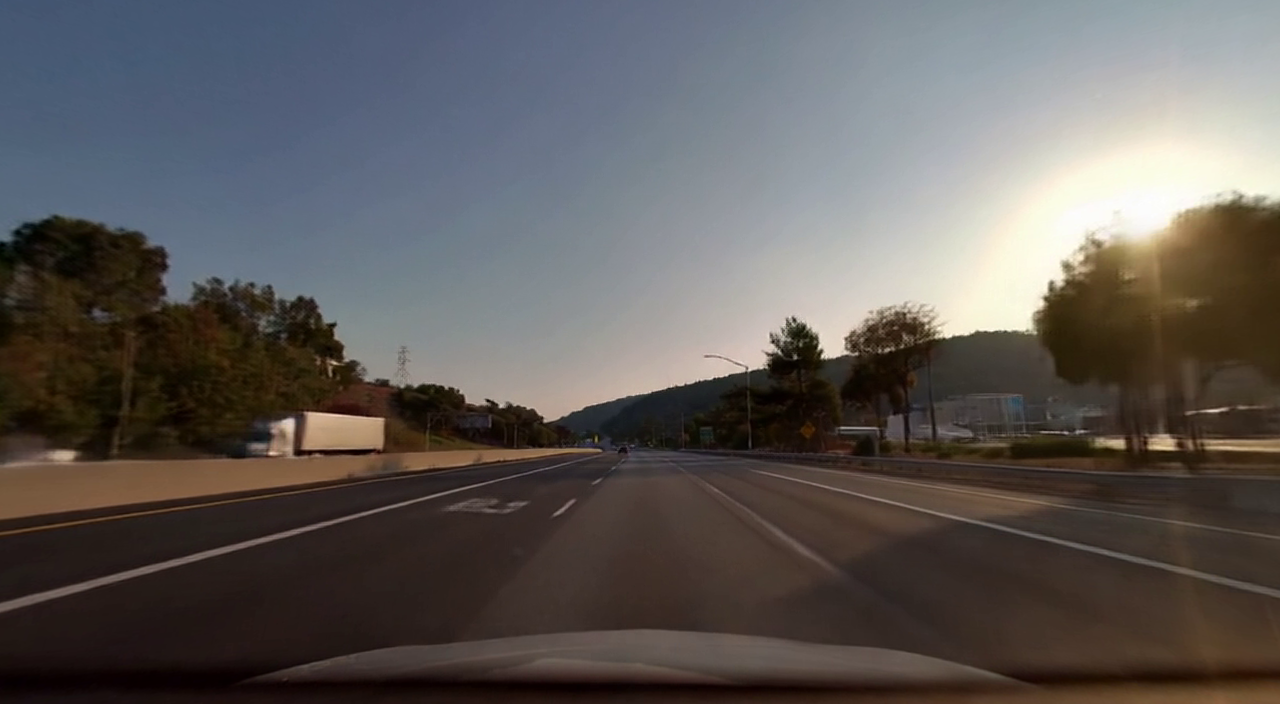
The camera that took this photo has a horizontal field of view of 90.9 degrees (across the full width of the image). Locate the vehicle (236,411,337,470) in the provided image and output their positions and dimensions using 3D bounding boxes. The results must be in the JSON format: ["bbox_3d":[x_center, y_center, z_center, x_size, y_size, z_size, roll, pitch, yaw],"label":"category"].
[{"bbox_3d":[-25.908,6.608,46.831,2.987,3.999,7.547,0,-8,0],"label":"vehicle"}]

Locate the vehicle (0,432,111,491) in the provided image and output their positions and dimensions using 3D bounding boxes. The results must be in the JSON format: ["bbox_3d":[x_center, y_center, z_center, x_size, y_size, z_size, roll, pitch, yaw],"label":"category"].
[{"bbox_3d":[-21.879,3.719,21.668,2.217,1.903,5.916,0,-8,0],"label":"vehicle"}]
